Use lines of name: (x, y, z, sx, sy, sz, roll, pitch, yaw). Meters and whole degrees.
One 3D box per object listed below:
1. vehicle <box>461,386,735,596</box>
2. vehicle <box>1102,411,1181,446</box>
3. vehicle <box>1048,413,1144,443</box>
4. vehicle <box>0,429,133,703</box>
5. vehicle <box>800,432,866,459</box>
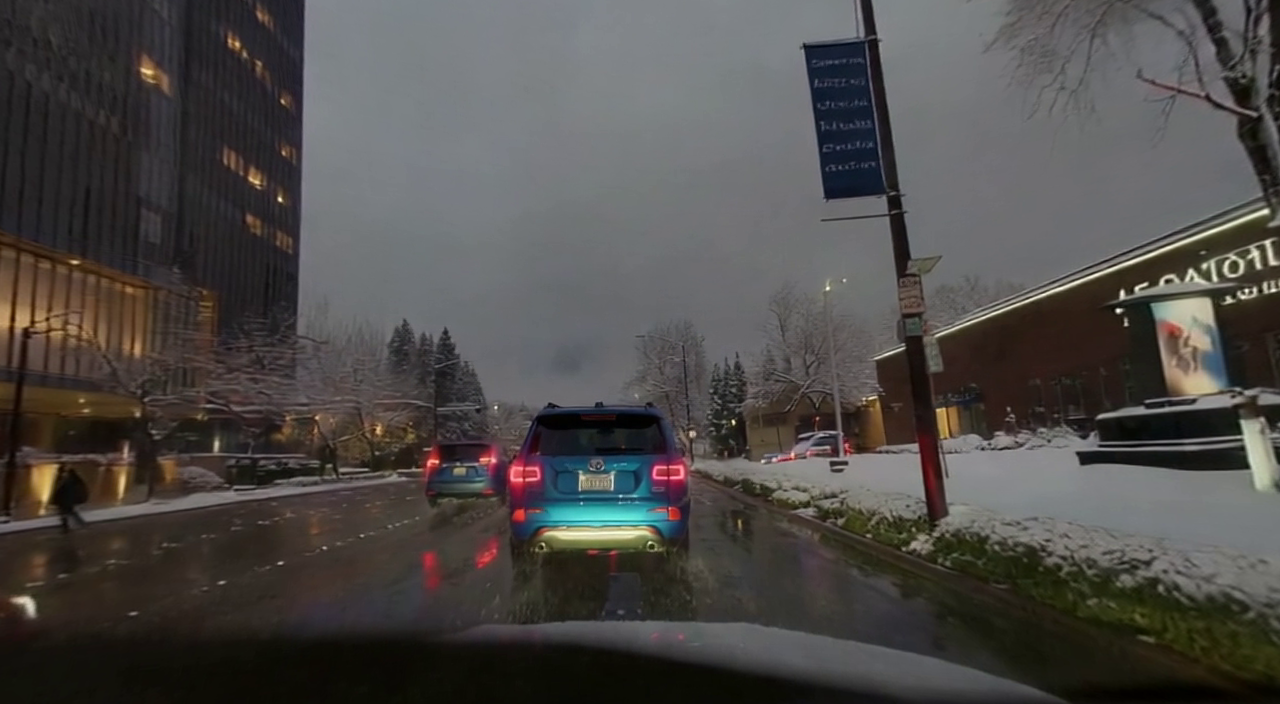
vehicle: (-0.462, 1.609, 8.149, 2.531, 1.930, 4.382, 0, -8, -2)
vehicle: (23.371, 3.591, 29.399, 4.168, 1.514, 1.811, 6, -11, -37)
vehicle: (24.511, 4.103, 34.014, 3.826, 1.544, 1.754, 0, -9, -5)
vehicle: (-4.090, 0.915, 1.727, 1.878, 1.461, 4.432, 0, -9, -3)
vehicle: (10.827, 5.232, 35.323, 1.877, 1.416, 3.965, -9, -12, 43)
